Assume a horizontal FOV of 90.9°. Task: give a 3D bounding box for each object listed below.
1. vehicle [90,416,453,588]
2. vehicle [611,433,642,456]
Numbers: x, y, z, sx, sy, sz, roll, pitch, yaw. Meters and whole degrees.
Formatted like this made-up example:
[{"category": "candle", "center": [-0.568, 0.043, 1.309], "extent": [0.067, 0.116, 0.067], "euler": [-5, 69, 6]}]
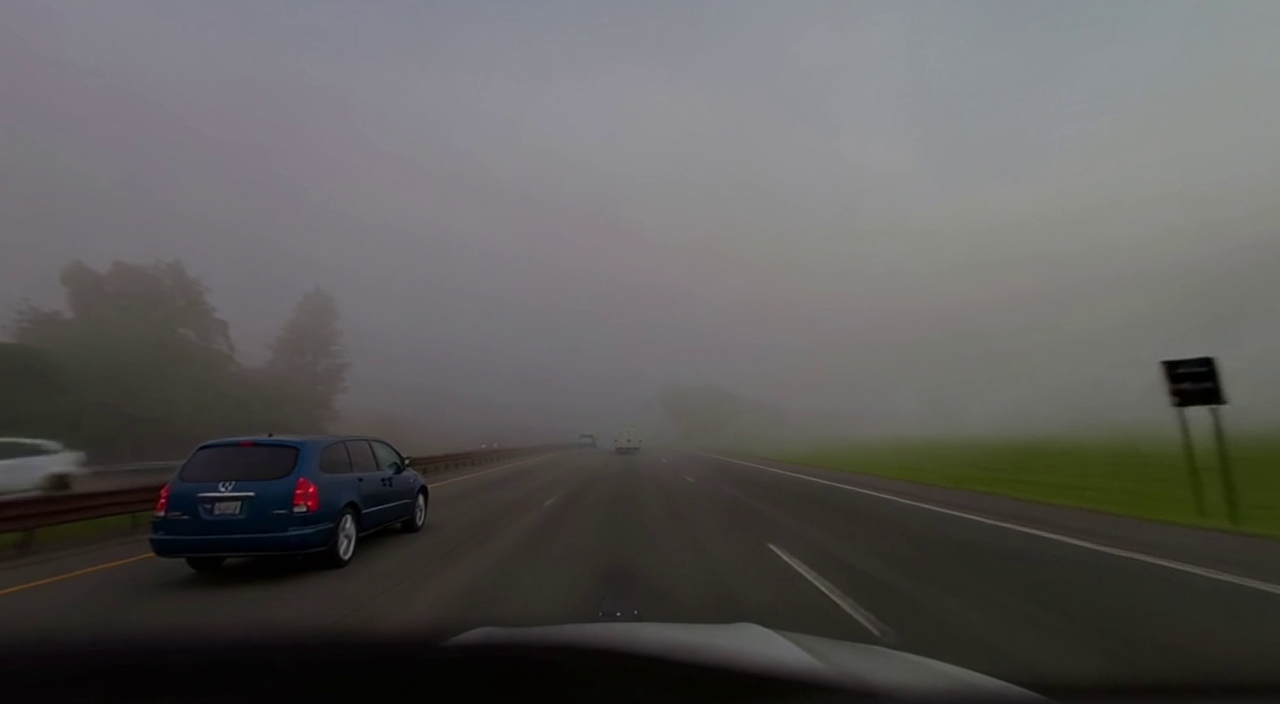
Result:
[{"category": "vehicle", "center": [-3.840, 1.596, 7.615], "extent": [1.931, 1.483, 4.105], "euler": [0, -8, -1]}, {"category": "vehicle", "center": [-0.952, 6.872, 46.771], "extent": [2.162, 1.616, 4.242], "euler": [0, -8, 0]}]
